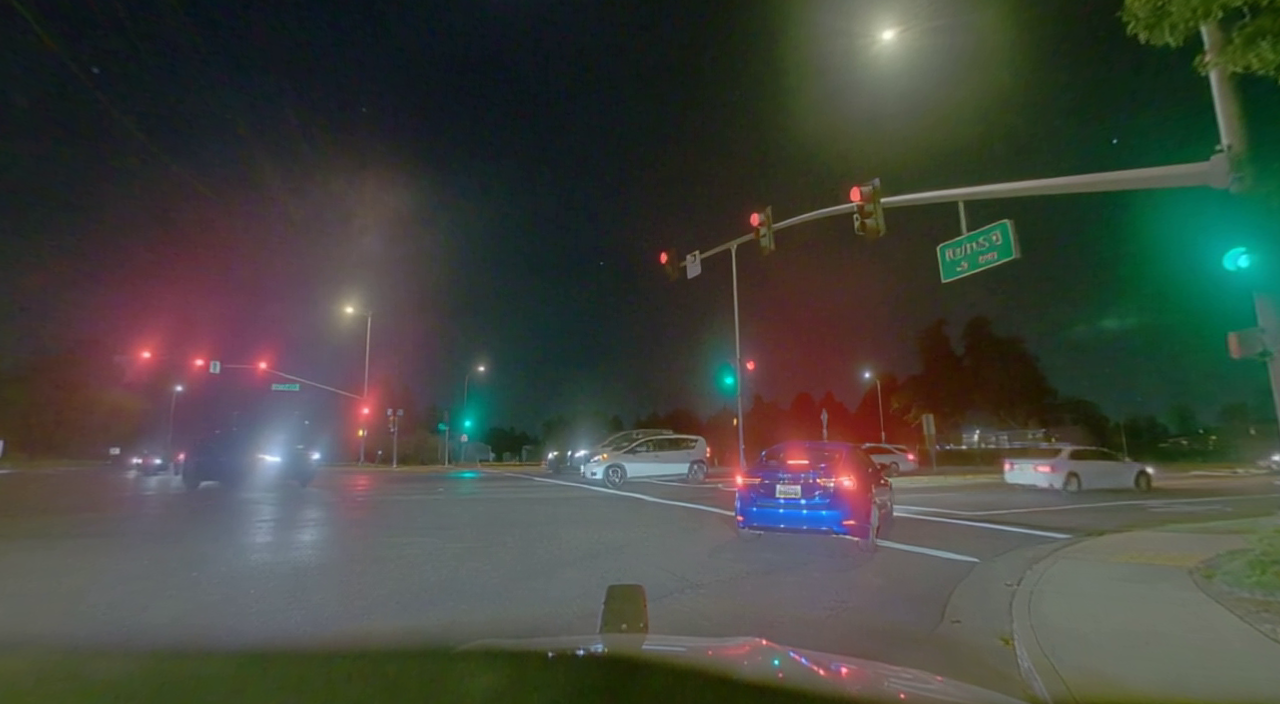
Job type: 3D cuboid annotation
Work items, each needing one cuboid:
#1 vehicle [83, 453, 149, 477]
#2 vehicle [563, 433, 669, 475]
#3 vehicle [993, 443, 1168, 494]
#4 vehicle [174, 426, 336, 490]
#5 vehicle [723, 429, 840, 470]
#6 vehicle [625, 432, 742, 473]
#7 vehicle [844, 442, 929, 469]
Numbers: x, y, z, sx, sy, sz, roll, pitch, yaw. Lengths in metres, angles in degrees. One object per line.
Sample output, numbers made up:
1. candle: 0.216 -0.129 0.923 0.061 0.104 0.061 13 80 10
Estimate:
1. vehicle: -34.916 7.480 41.960 4.589 1.462 1.953 -5 -10 32
2. vehicle: -1.073 4.576 28.502 4.360 1.749 1.895 4 -10 -28
3. vehicle: 13.726 3.564 19.683 4.686 1.425 2.018 3 -9 -19
4. vehicle: -12.531 3.377 20.421 5.332 1.807 2.450 -6 -10 35
5. vehicle: 7.311 5.064 32.539 5.791 1.964 2.199 5 -10 -26
6. vehicle: 1.804 4.147 26.149 4.483 1.589 1.852 4 -9 -25
7. vehicle: 13.853 5.792 35.423 4.457 1.429 1.862 4 -9 -26
